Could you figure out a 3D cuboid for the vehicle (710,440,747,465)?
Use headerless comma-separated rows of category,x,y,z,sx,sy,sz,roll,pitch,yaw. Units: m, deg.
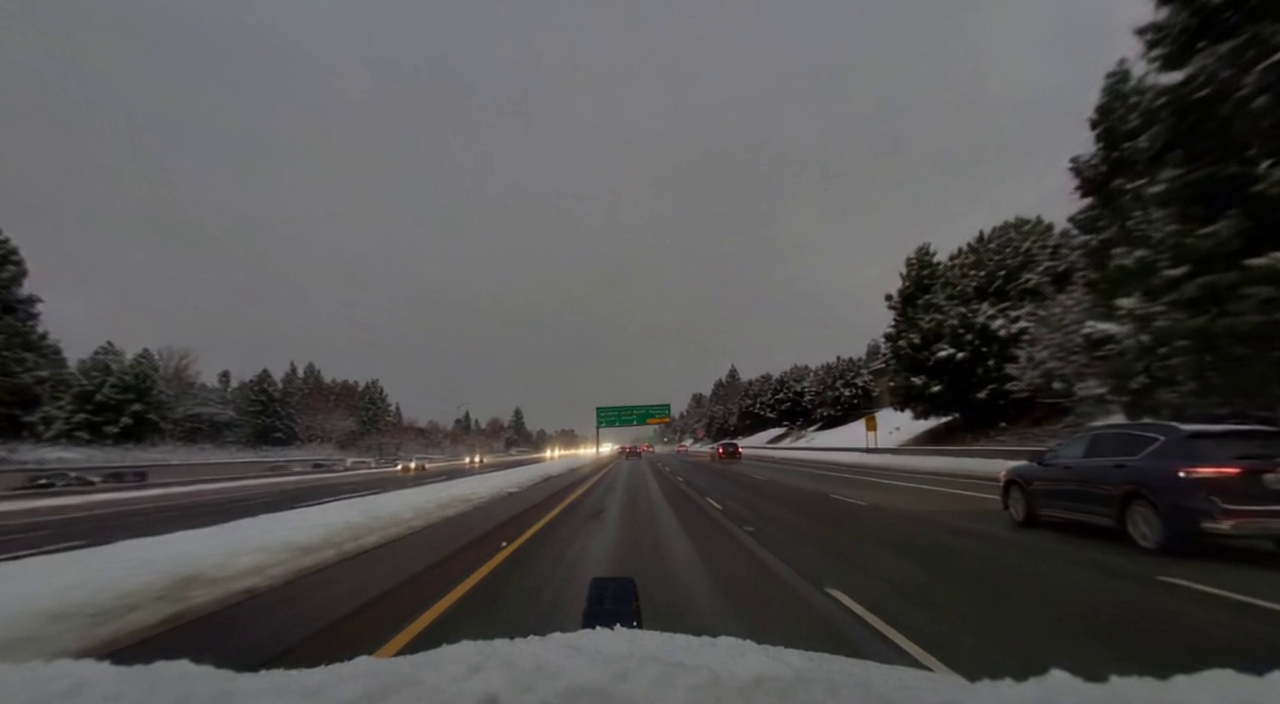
vehicle,6.411,7.349,46.311,2.030,1.706,4.279,0,-9,-1

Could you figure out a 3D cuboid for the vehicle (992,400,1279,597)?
vehicle,6.450,1.513,7.155,2.052,1.660,4.837,0,-9,-1
